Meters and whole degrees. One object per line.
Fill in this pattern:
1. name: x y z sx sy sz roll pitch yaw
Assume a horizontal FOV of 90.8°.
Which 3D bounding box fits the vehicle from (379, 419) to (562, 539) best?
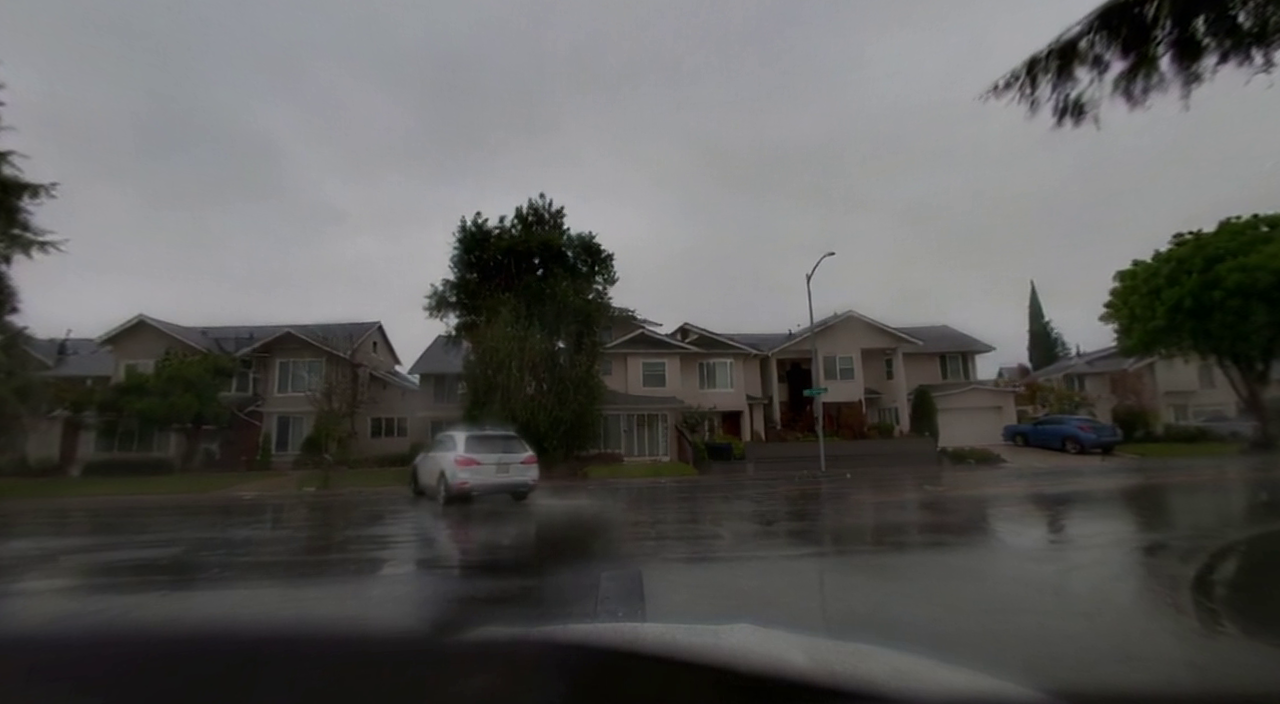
1. vehicle: -3.237 2.170 11.412 2.145 1.695 4.210 5 -10 -29
